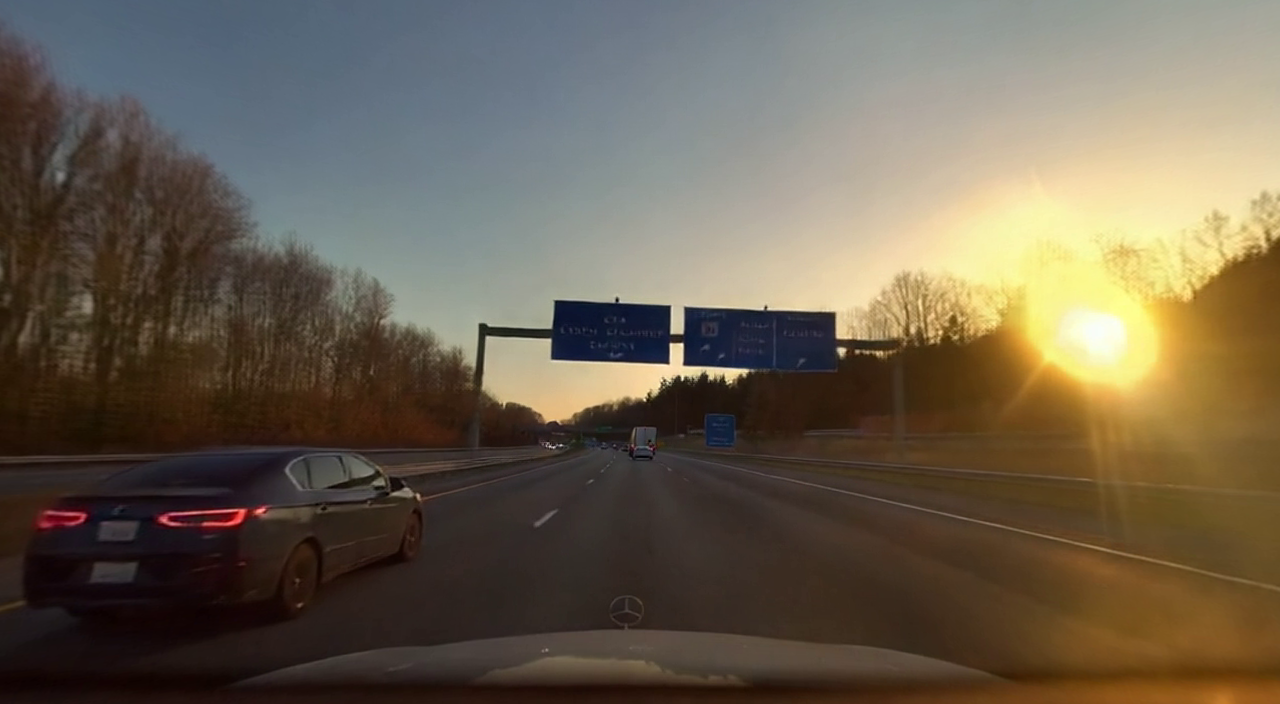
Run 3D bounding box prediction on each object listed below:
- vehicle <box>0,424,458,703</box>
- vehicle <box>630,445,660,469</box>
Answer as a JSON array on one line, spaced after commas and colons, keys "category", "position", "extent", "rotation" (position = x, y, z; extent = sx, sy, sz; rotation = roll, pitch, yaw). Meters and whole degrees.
[{"category": "vehicle", "position": [-3.326, 1.477, 5.608], "extent": [2.012, 1.500, 4.452], "rotation": [0, -9, 1]}, {"category": "vehicle", "position": [0.332, 6.776, 40.604], "extent": [1.859, 1.478, 3.799], "rotation": [0, -9, 0]}]
